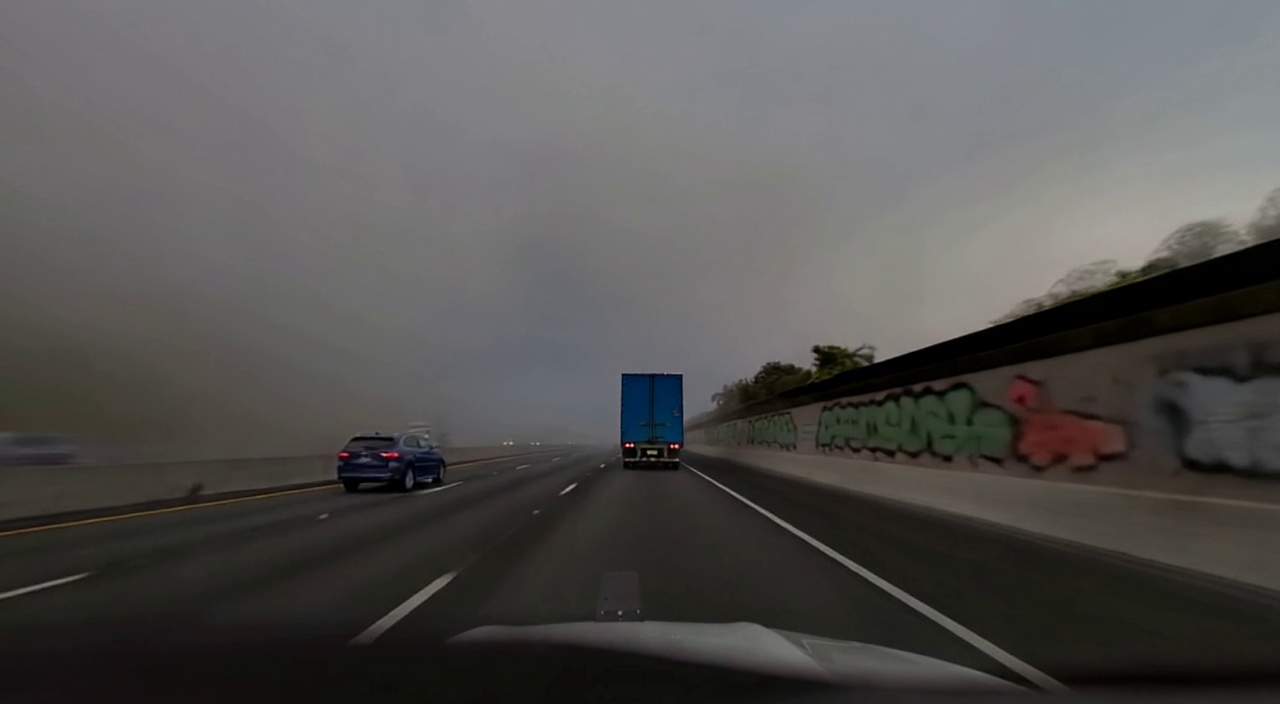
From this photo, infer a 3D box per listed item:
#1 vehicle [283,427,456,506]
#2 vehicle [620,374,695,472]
[{"bbox_3d":[-6.018,2.579,14.760,1.982,1.535,4.519,0,-8,1],"label":"vehicle"},{"bbox_3d":[0.559,3.486,29.947,2.921,3.765,10.773,0,-8,-1],"label":"vehicle"}]
